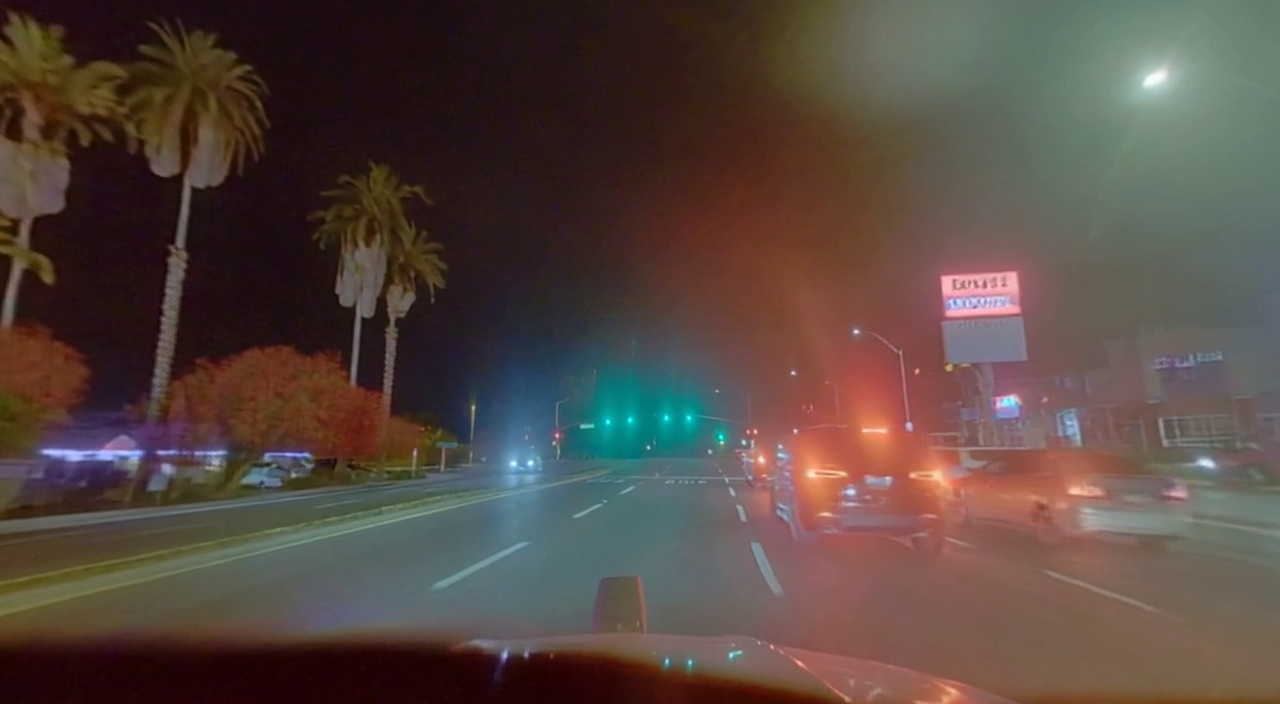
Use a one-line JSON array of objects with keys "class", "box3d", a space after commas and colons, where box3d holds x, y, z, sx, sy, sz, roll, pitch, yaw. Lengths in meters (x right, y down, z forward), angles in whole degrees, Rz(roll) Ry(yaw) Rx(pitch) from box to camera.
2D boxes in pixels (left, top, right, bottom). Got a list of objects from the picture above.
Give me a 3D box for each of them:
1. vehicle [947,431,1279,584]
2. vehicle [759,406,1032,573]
[{"class": "vehicle", "box3d": [6.380, 2.032, 9.195, 1.994, 1.590, 4.593, 0, -9, 7]}, {"class": "vehicle", "box3d": [3.281, 1.895, 9.553, 2.428, 1.816, 4.959, -1, -9, 5]}]
